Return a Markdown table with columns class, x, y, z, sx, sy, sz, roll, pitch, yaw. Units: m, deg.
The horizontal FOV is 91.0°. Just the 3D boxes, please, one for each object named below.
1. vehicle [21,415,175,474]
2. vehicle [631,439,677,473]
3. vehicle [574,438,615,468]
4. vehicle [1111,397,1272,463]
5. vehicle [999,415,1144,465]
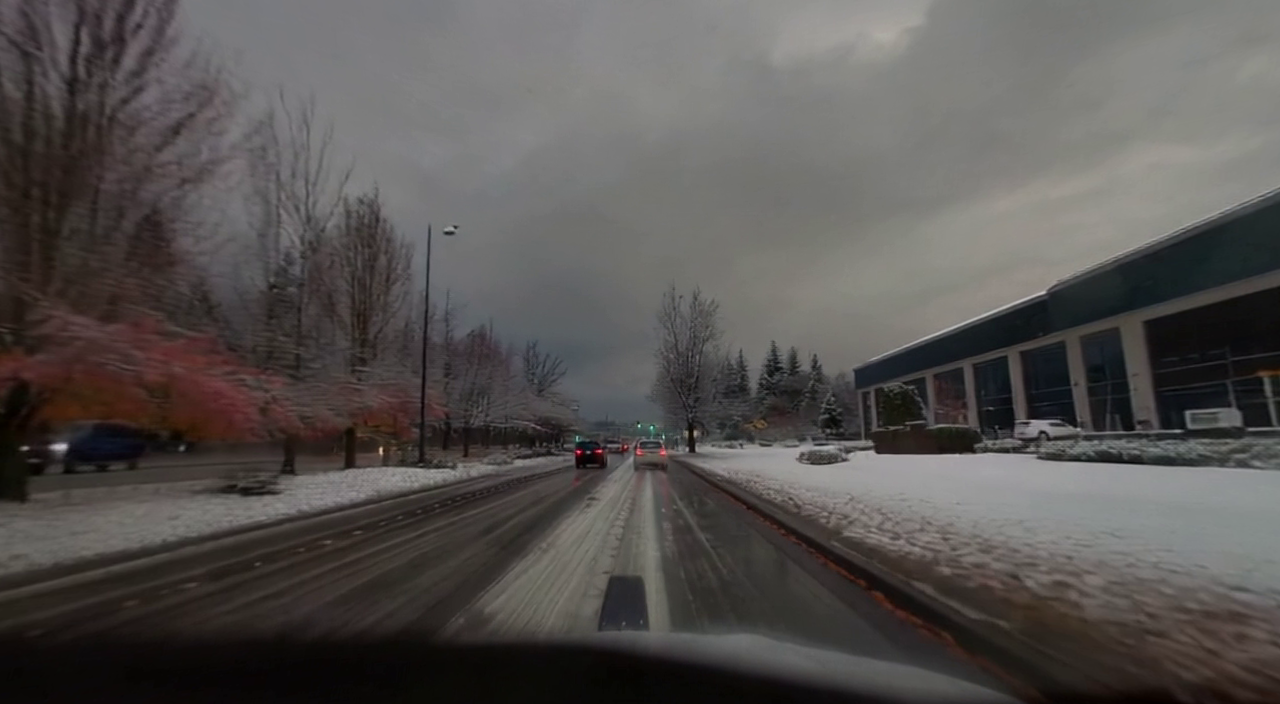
| class | x | y | z | sx | sy | sz | roll | pitch | yaw |
| --- | --- | --- | --- | --- | --- | --- | --- | --- | --- |
| vehicle | -30.744 | 5.314 | 36.227 | 2.376 | 2.995 | 7.095 | 0 | -8 | 1 |
| vehicle | 0.624 | 4.956 | 30.261 | 2.040 | 1.493 | 3.682 | 0 | -8 | 0 |
| vehicle | -2.725 | 6.125 | 38.455 | 2.197 | 1.709 | 4.069 | 0 | -8 | 0 |
| vehicle | 22.935 | 3.360 | 26.475 | 4.440 | 2.545 | 2.105 | -5 | -10 | 25 |
| vehicle | 26.383 | 5.439 | 38.693 | 6.918 | 2.911 | 2.524 | 0 | -9 | -1 |
